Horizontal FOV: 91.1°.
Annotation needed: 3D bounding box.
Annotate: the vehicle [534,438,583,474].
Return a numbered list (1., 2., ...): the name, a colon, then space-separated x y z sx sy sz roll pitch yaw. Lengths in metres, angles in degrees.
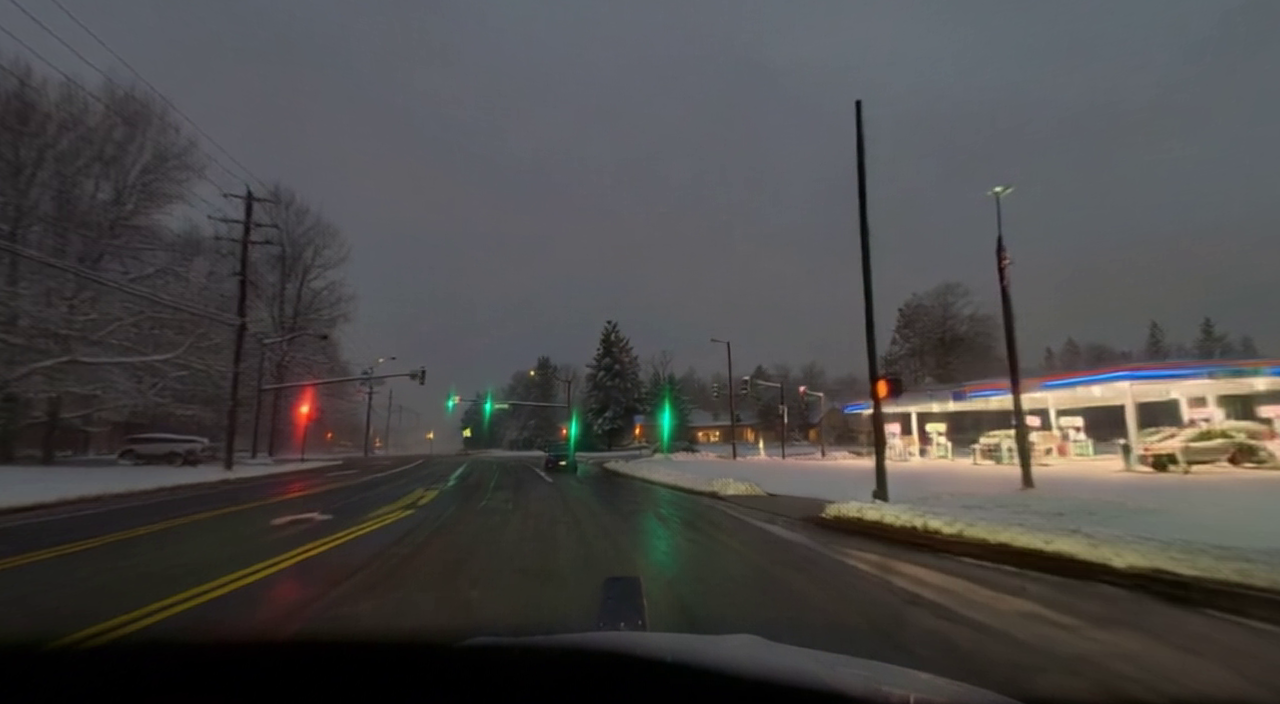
1. vehicle: -4.737 5.914 35.937 2.300 1.868 4.690 2 -9 -13

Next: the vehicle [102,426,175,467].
1. vehicle: -32.267 6.122 40.456 2.427 2.514 2.560 -4 -10 21

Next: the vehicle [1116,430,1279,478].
1. vehicle: 18.961 3.398 21.023 4.677 1.494 1.960 1 -9 -9
